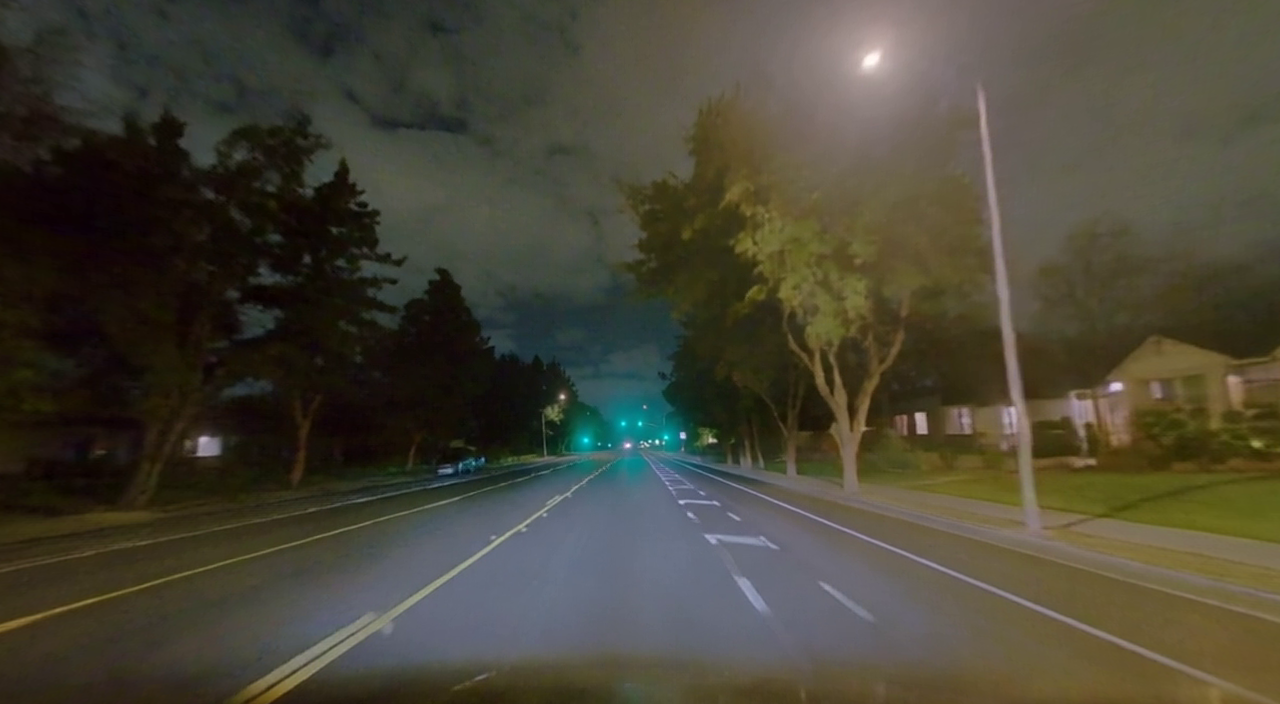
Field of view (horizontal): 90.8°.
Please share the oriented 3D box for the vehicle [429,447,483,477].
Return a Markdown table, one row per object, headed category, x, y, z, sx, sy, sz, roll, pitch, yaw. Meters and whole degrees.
| category | x | y | z | sx | sy | sz | roll | pitch | yaw |
| --- | --- | --- | --- | --- | --- | --- | --- | --- | --- |
| vehicle | -11.833 | 7.069 | 40.842 | 2.047 | 1.710 | 4.473 | -3 | -9 | 2 |
